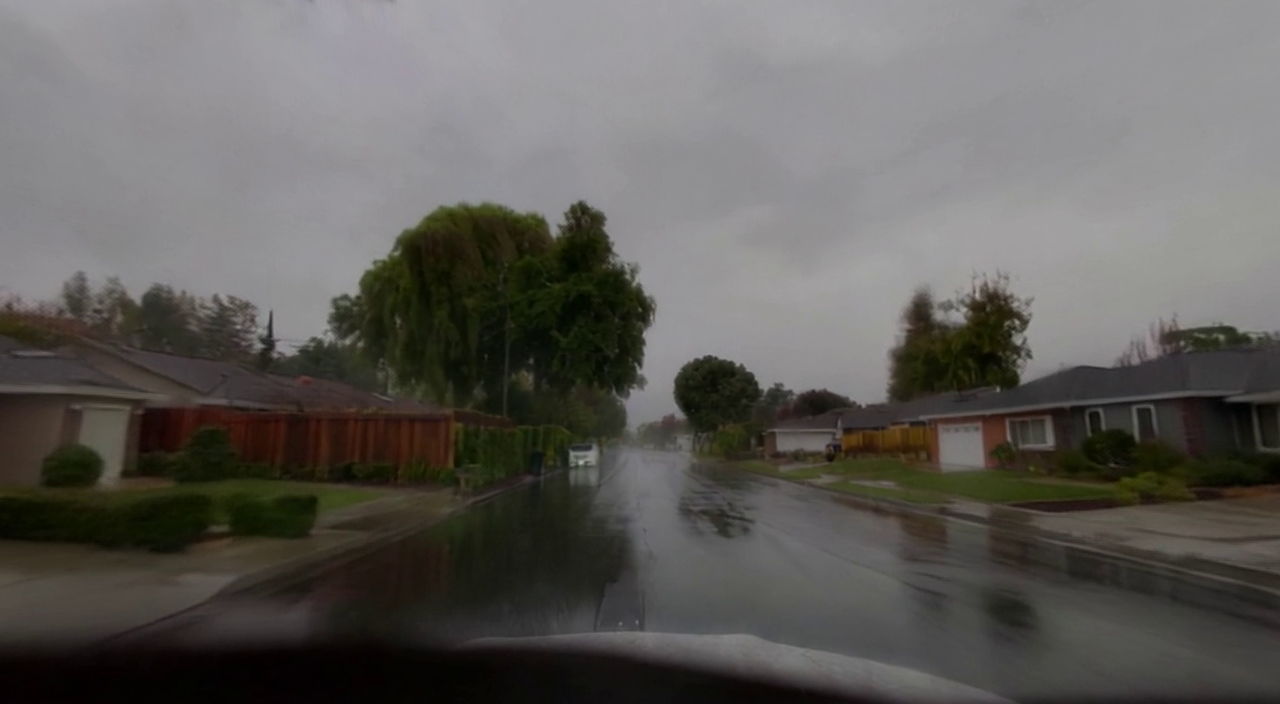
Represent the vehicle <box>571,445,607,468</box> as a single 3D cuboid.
[{"bbox_3d":[-3.364,7.024,42.509,2.017,1.397,4.004,-1,-8,2],"label":"vehicle"}]
